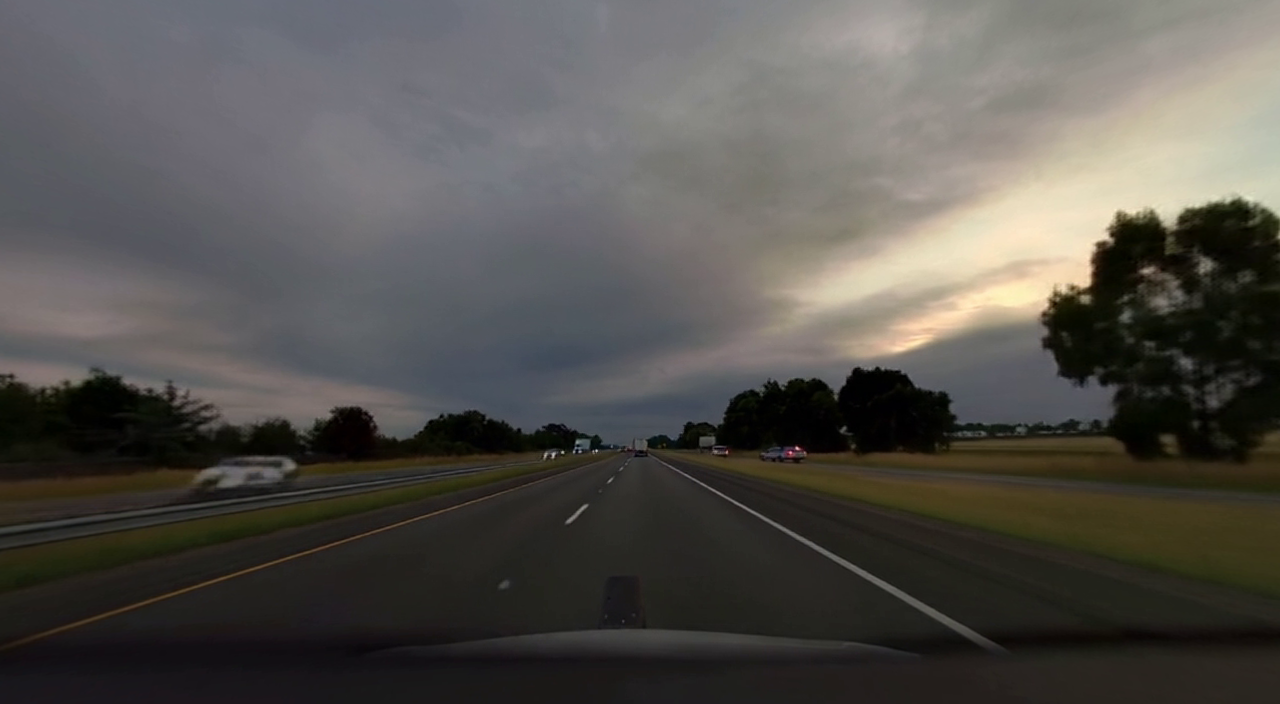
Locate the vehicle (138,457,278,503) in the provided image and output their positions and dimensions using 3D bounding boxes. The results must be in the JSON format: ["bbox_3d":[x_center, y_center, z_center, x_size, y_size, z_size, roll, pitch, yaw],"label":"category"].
[{"bbox_3d":[-15.194,4.493,22.527,1.811,1.452,4.412,0,-9,1],"label":"vehicle"}]
